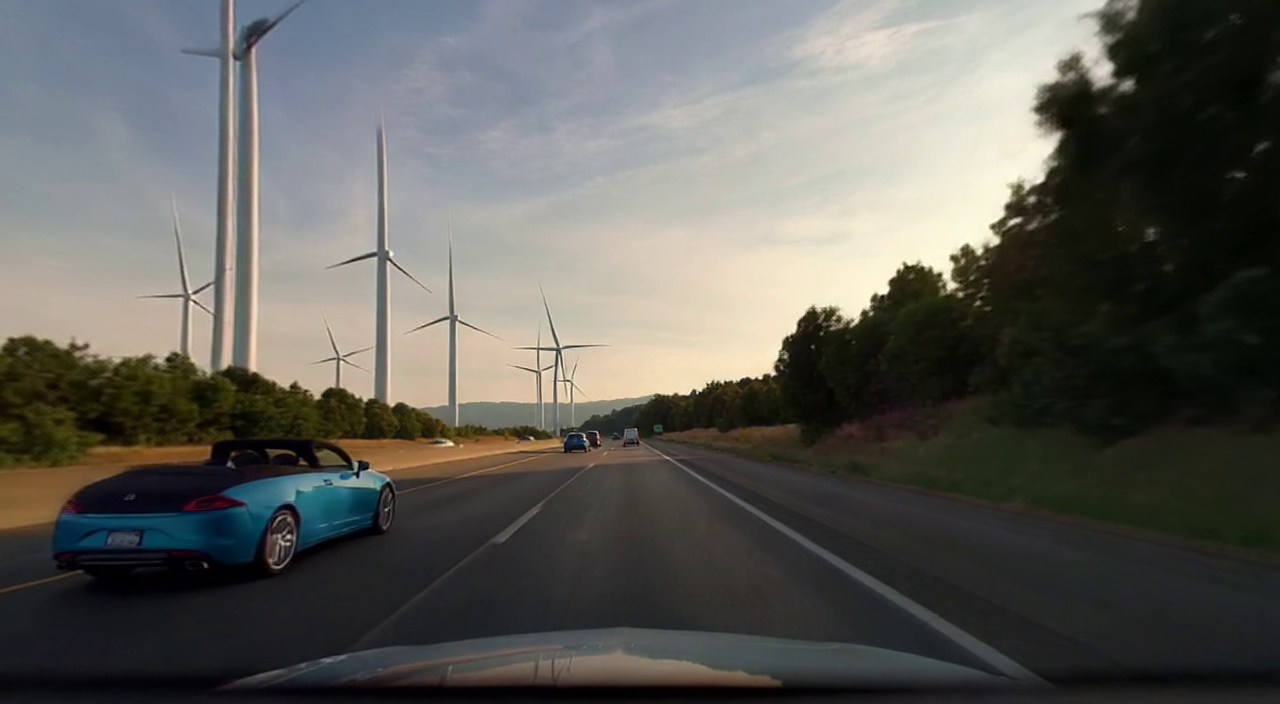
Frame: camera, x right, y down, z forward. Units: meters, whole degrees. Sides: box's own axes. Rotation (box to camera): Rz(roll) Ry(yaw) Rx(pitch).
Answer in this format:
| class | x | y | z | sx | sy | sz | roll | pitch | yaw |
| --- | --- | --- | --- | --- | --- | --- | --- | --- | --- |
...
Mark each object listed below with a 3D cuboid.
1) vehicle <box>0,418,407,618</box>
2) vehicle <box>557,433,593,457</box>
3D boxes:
| class | x | y | z | sx | sy | sz | roll | pitch | yaw |
| --- | --- | --- | --- | --- | --- | --- | --- | --- | --- |
| vehicle | -4.204 | 1.469 | 6.642 | 1.969 | 1.413 | 4.194 | 0 | -8 | -1 |
| vehicle | -4.137 | 6.005 | 40.646 | 2.024 | 1.456 | 3.754 | 0 | -8 | -1 |
